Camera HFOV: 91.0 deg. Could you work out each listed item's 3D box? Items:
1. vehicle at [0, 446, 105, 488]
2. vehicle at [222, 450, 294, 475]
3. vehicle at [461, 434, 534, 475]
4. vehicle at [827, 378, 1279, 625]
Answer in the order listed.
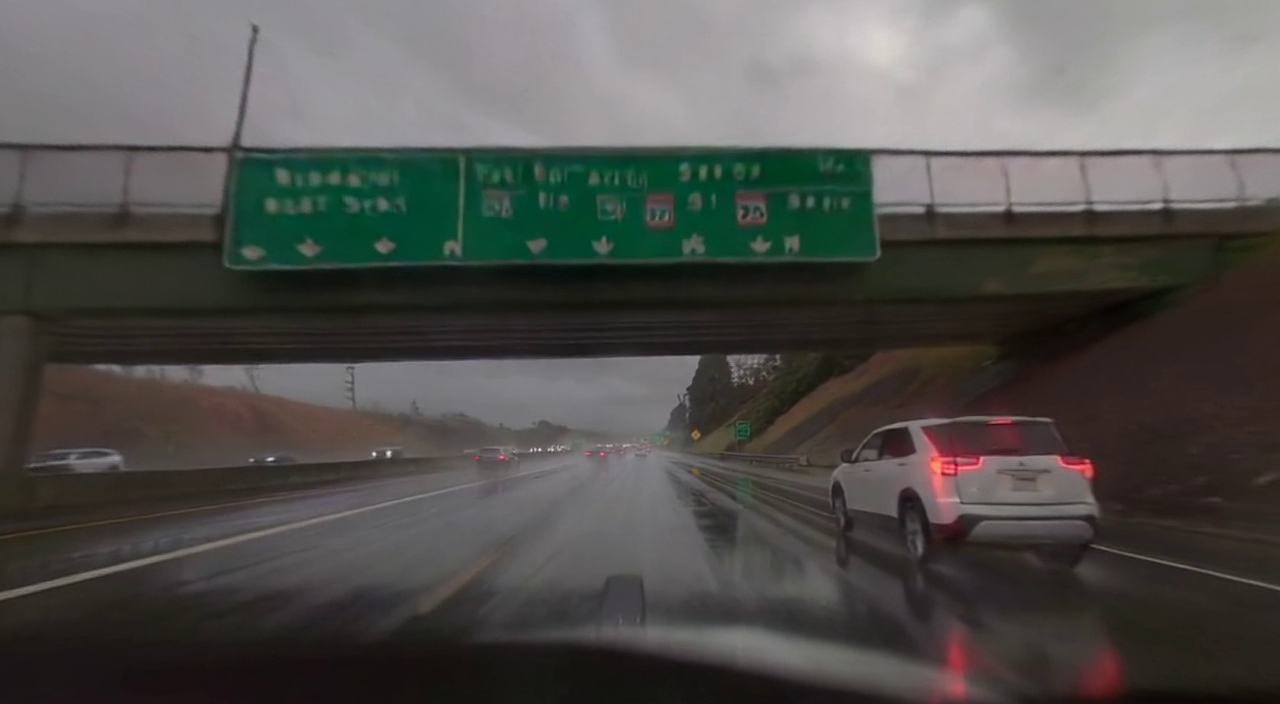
[{"bbox_3d":[-29.810,5.591,31.119,2.034,1.876,5.304,0,-9,0],"label":"vehicle"},{"bbox_3d":[-25.971,7.491,42.984,2.020,1.629,4.543,0,-9,1],"label":"vehicle"},{"bbox_3d":[-7.281,5.327,32.926,2.341,1.959,5.684,0,-9,2],"label":"vehicle"},{"bbox_3d":[3.609,1.374,6.644,1.990,1.735,4.276,0,-9,1],"label":"vehicle"}]
